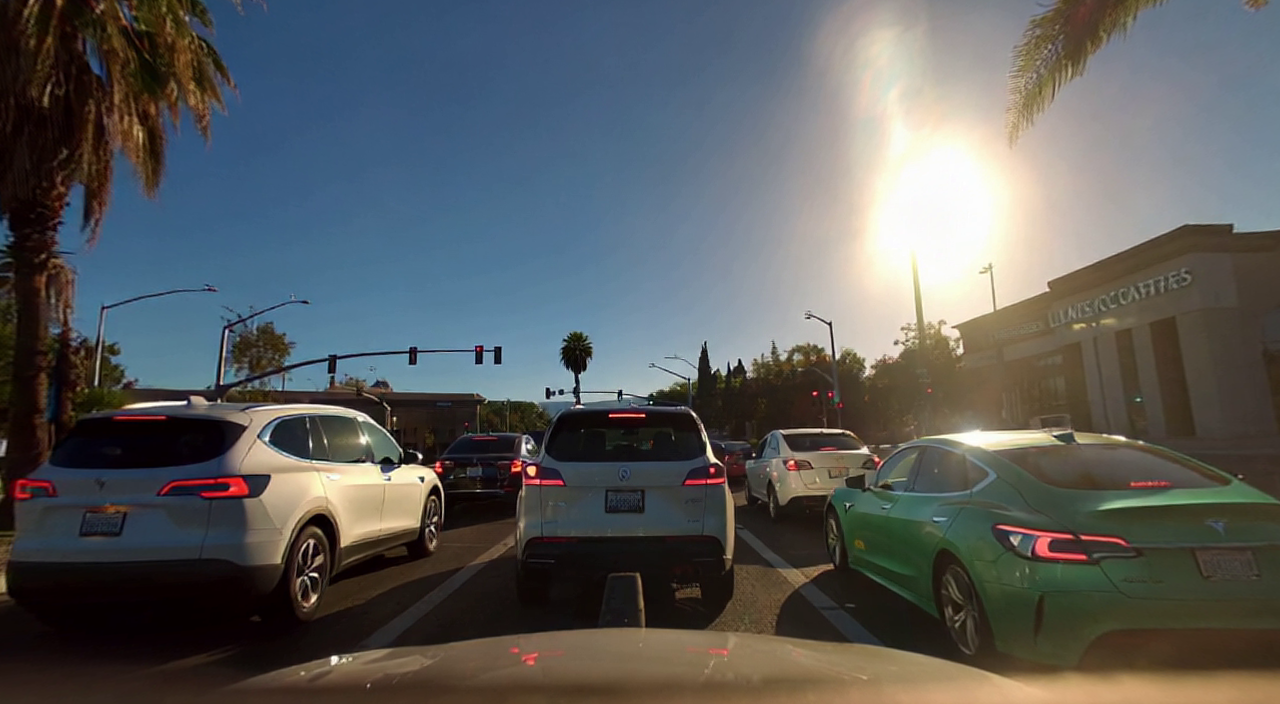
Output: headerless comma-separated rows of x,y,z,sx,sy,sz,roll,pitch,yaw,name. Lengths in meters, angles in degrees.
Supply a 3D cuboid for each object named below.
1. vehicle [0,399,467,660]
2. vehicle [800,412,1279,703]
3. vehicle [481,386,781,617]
-3.347,1.384,6.048,2.014,1.534,4.455,0,-8,1,vehicle
2.975,1.370,5.253,2.017,1.491,4.611,0,-8,-1,vehicle
-0.126,1.460,7.079,2.280,1.747,4.361,0,-8,-2,vehicle
